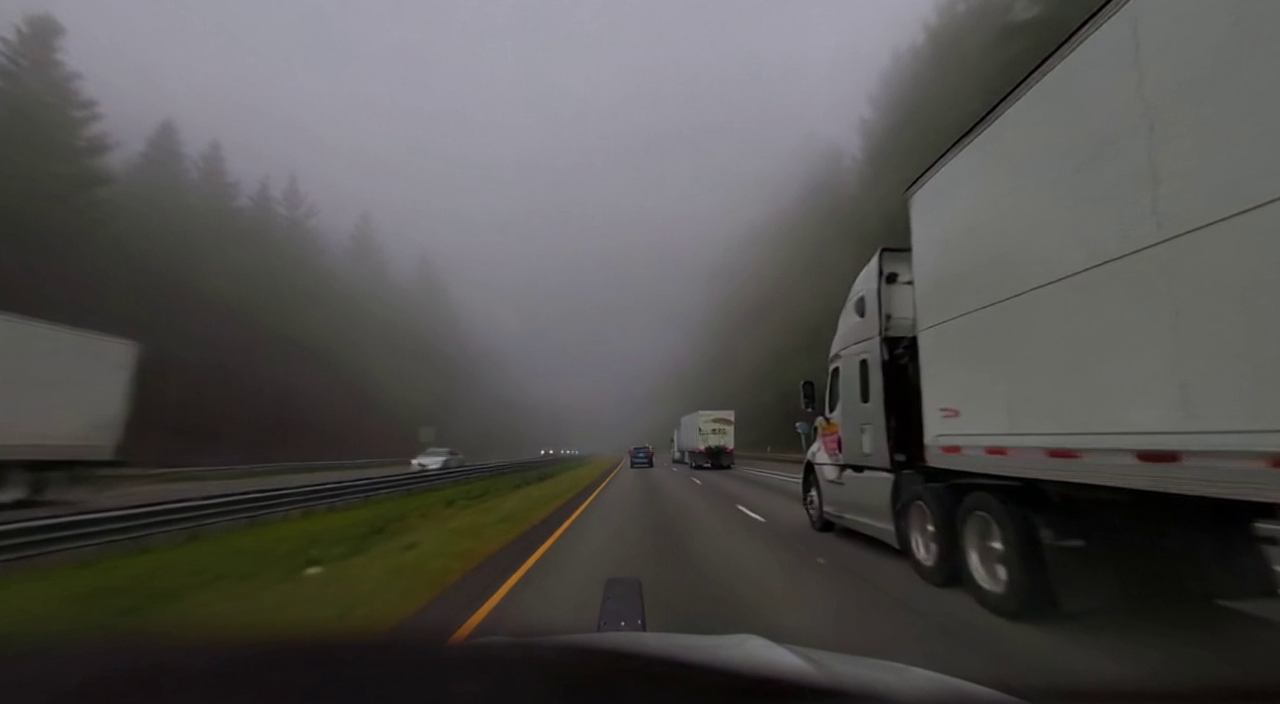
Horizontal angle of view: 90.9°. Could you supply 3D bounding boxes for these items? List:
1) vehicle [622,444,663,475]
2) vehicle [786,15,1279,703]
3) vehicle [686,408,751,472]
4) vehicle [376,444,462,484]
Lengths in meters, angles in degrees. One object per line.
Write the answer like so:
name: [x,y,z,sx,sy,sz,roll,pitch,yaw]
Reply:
vehicle: [0.092,5.701,33.693,2.051,1.513,4.511,0,-9,-1]
vehicle: [3.766,0.322,6.437,3.025,3.897,5.853,0,-9,0]
vehicle: [4.254,4.995,35.471,2.684,3.263,5.865,0,-9,-2]
vehicle: [-8.914,4.561,25.864,1.909,1.461,4.616,0,-9,0]
